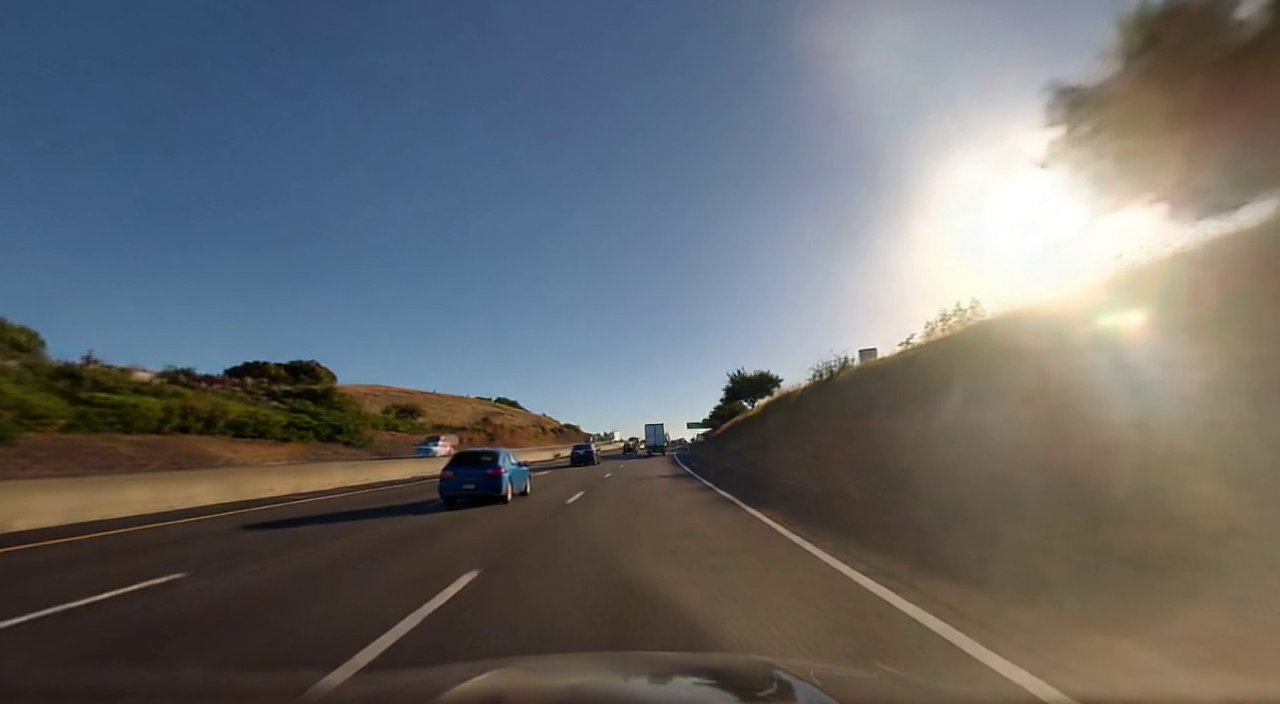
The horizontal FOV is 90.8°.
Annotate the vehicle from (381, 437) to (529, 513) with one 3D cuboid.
[{"bbox_3d":[-4.007,2.743,14.571,2.078,1.469,4.371,0,-9,0],"label":"vehicle"}]

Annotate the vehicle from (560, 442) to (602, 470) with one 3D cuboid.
[{"bbox_3d":[-3.294,5.895,35.798,1.943,1.460,3.961,-1,-9,1],"label":"vehicle"}]
